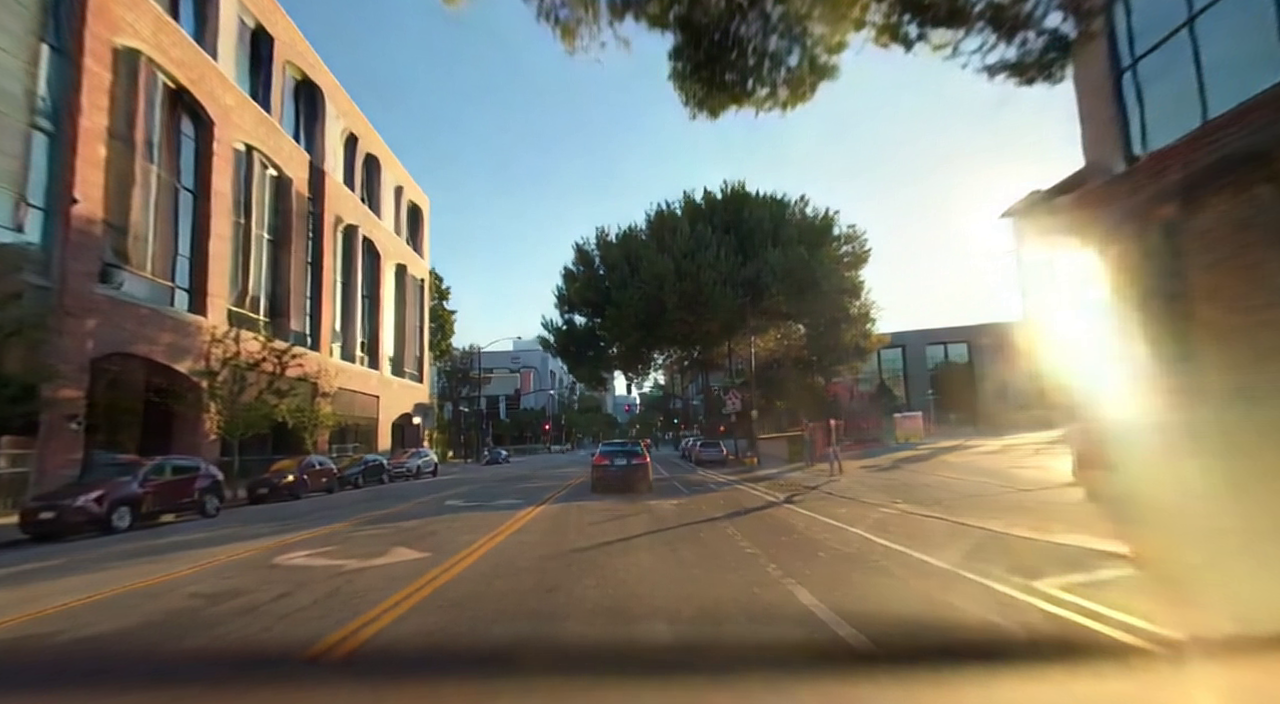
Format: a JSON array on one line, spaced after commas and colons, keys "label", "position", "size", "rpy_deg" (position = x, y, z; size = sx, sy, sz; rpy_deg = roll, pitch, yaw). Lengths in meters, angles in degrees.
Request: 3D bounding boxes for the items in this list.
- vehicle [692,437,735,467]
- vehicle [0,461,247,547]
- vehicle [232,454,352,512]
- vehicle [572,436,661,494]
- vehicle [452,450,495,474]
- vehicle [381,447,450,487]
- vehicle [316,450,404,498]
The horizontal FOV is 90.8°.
[{"label": "vehicle", "position": [4.301, 5.912, 37.512], "size": [1.924, 1.645, 4.528], "rpy_deg": [-1, -8, -1]}, {"label": "vehicle", "position": [-11.825, 3.412, 14.874], "size": [1.991, 1.507, 4.879], "rpy_deg": [-1, -8, 0]}, {"label": "vehicle", "position": [-12.172, 4.533, 22.399], "size": [1.976, 1.577, 4.091], "rpy_deg": [-6, -8, -1]}, {"label": "vehicle", "position": [-0.630, 3.217, 18.327], "size": [2.269, 1.479, 3.980], "rpy_deg": [0, -8, -1]}, {"label": "vehicle", "position": [-12.374, 8.199, 47.209], "size": [1.968, 1.469, 4.523], "rpy_deg": [-3, -8, -1]}, {"label": "vehicle", "position": [-12.115, 6.192, 34.414], "size": [2.090, 1.784, 4.832], "rpy_deg": [-4, -8, -2]}, {"label": "vehicle", "position": [-12.278, 5.312, 28.011], "size": [1.945, 1.712, 4.648], "rpy_deg": [-5, -8, -2]}]
